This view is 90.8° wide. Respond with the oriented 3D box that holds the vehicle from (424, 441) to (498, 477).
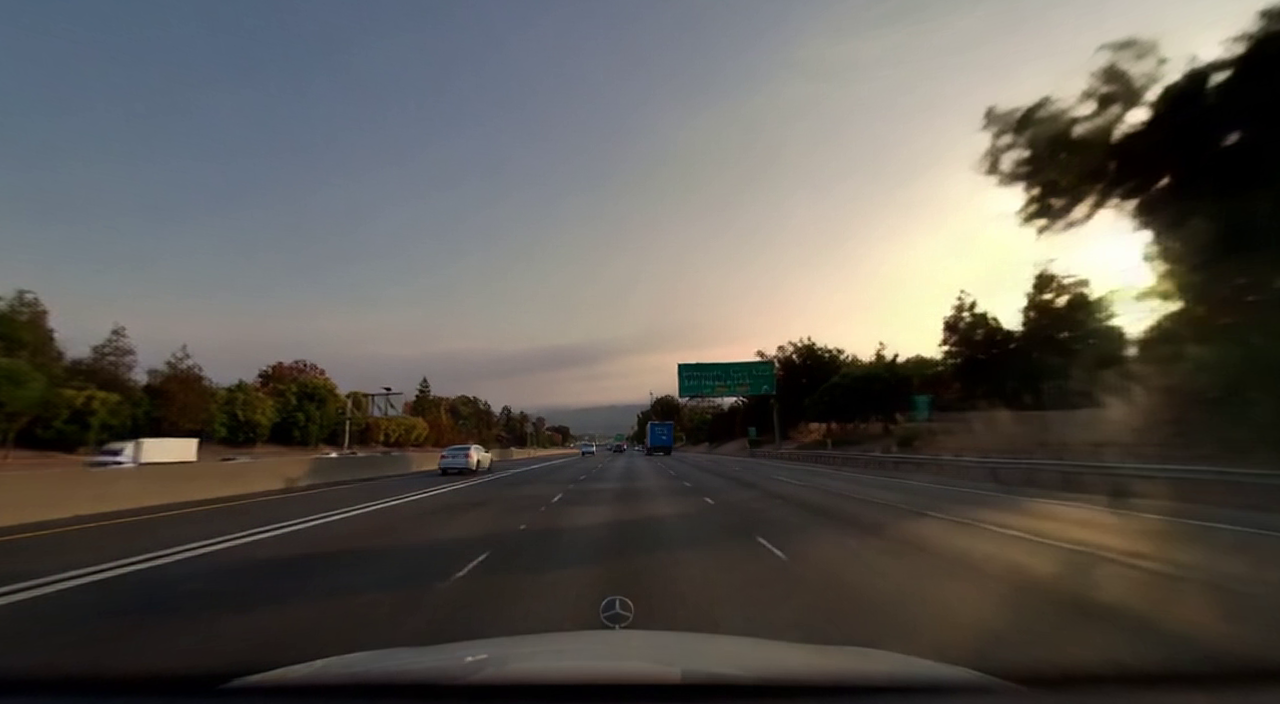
[{"bbox_3d":[-7.901,4.758,28.346,2.033,1.494,4.508,0,-9,0],"label":"vehicle"}]
